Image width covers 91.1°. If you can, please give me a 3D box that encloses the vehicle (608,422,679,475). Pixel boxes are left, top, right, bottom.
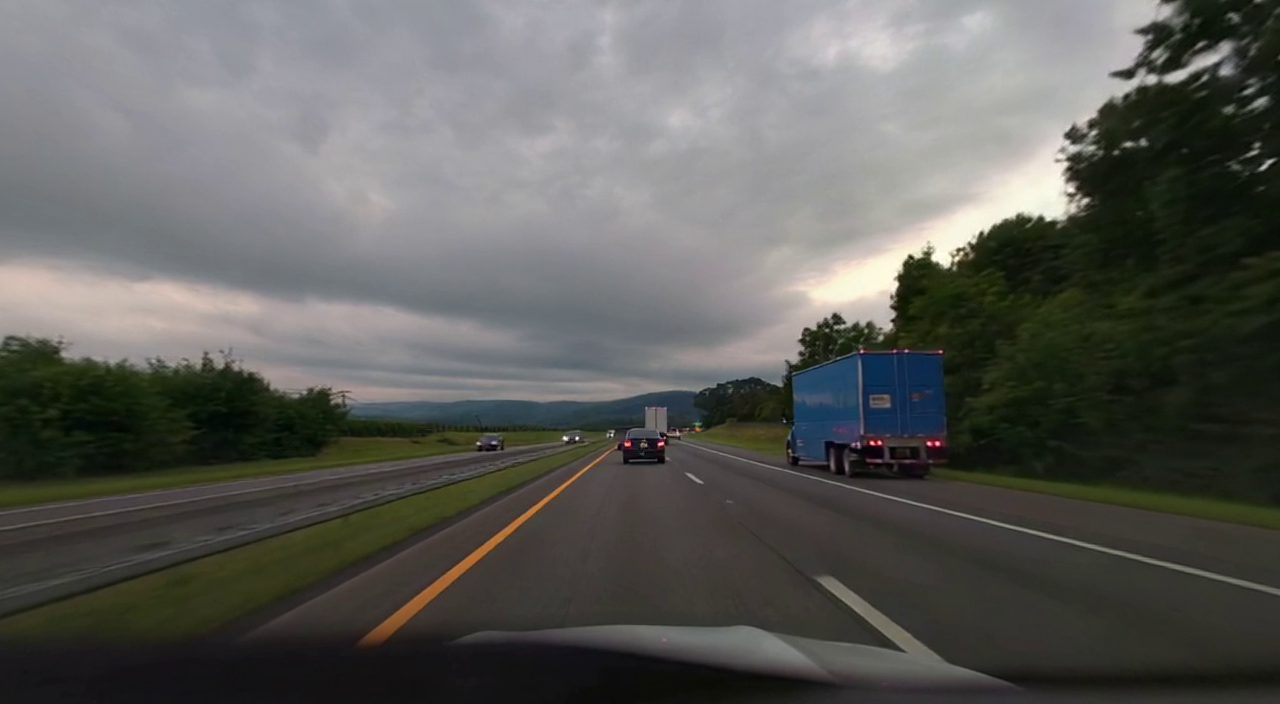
[{"bbox_3d":[0.090,3.286,21.703,2.216,1.623,4.220,0,-8,0],"label":"vehicle"}]

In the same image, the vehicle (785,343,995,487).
[{"bbox_3d":[7.325,2.173,20.394,3.010,3.638,8.978,0,-8,-1],"label":"vehicle"}]
